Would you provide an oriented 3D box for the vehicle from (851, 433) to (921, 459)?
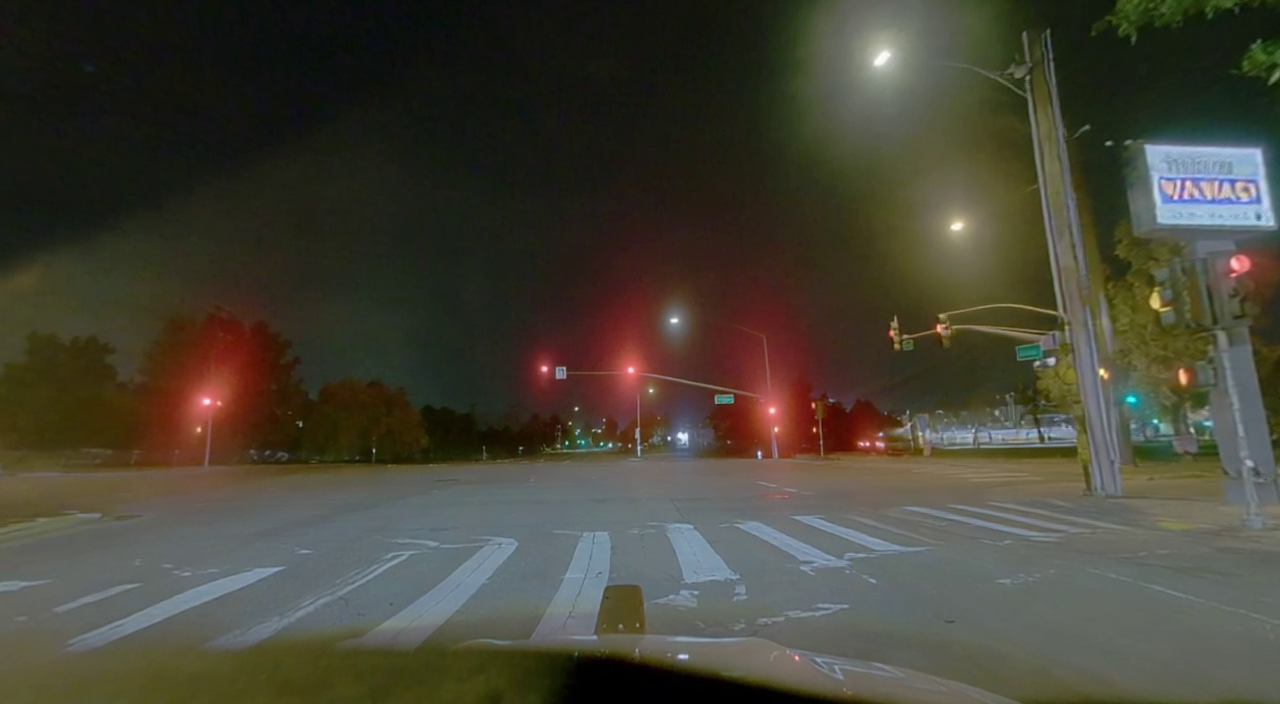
[{"bbox_3d":[17.621,6.738,45.235,4.600,1.783,1.970,4,-10,-26],"label":"vehicle"}]
